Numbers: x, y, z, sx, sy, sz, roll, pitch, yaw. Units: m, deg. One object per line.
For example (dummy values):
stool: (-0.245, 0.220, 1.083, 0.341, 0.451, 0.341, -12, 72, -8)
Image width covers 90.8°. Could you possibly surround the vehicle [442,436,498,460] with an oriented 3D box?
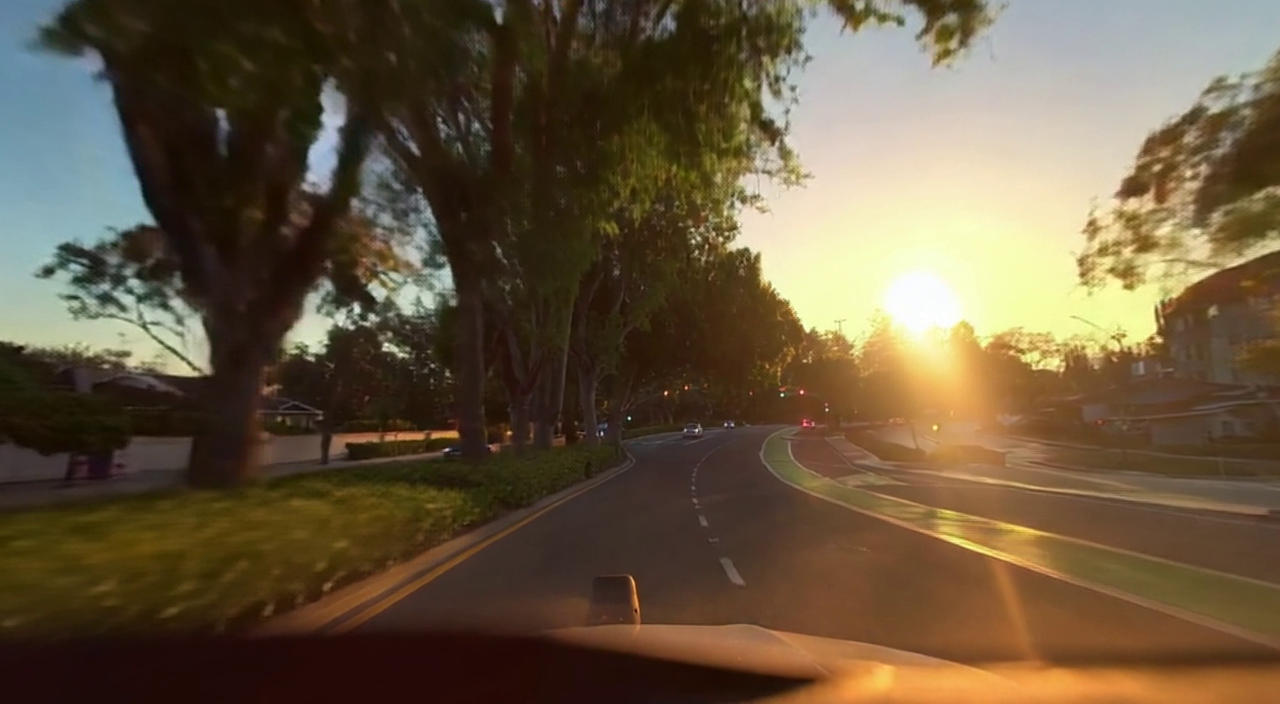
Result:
vehicle: (-11.120, 6.381, 41.736, 1.903, 1.504, 4.346, -2, -9, 9)
